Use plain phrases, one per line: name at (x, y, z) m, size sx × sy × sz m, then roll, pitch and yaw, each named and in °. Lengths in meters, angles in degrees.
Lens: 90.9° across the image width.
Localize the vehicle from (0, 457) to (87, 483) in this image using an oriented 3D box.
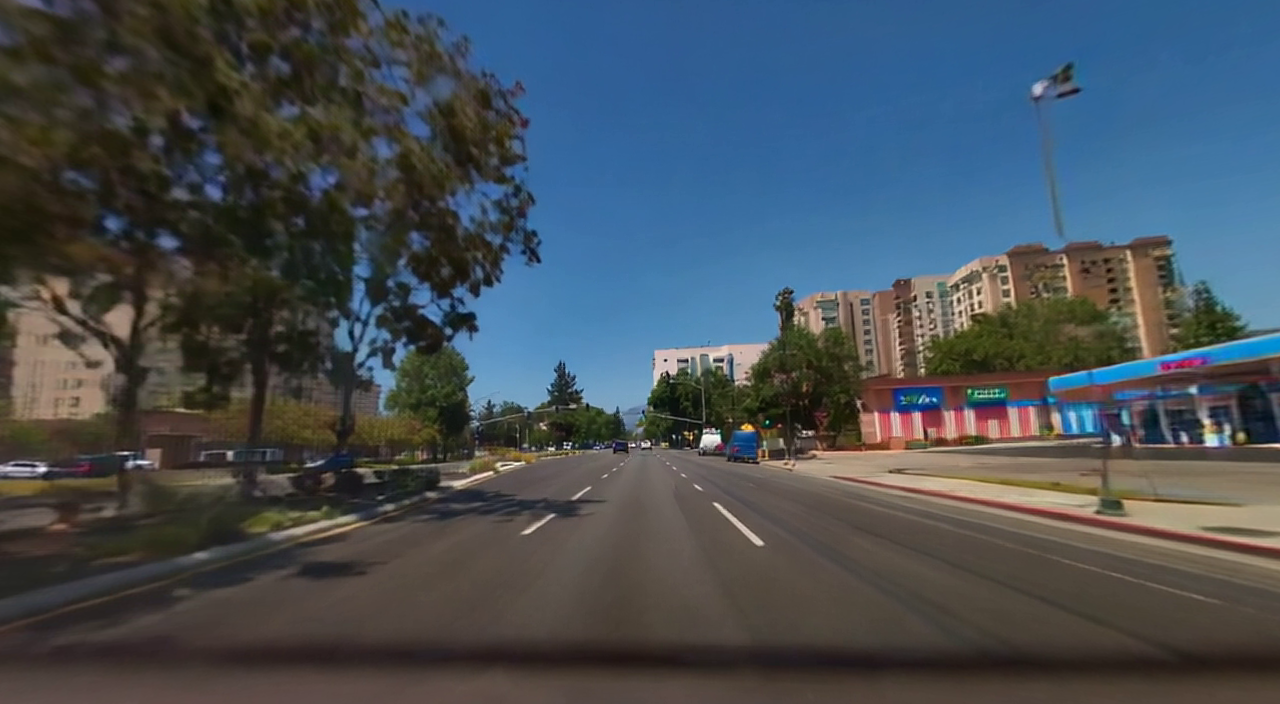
vehicle at (-42.014, 8.297, 44.420) m, size 1.898 × 1.619 × 4.511 m, roll 0°, pitch -8°, yaw 0°

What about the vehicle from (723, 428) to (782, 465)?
vehicle at (7.633, 6.524, 43.608) m, size 2.764 × 2.327 × 6.492 m, roll 0°, pitch -8°, yaw 0°

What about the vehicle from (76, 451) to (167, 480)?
vehicle at (-36.907, 8.052, 45.103) m, size 2.112 × 1.854 × 5.033 m, roll 0°, pitch -8°, yaw 1°
